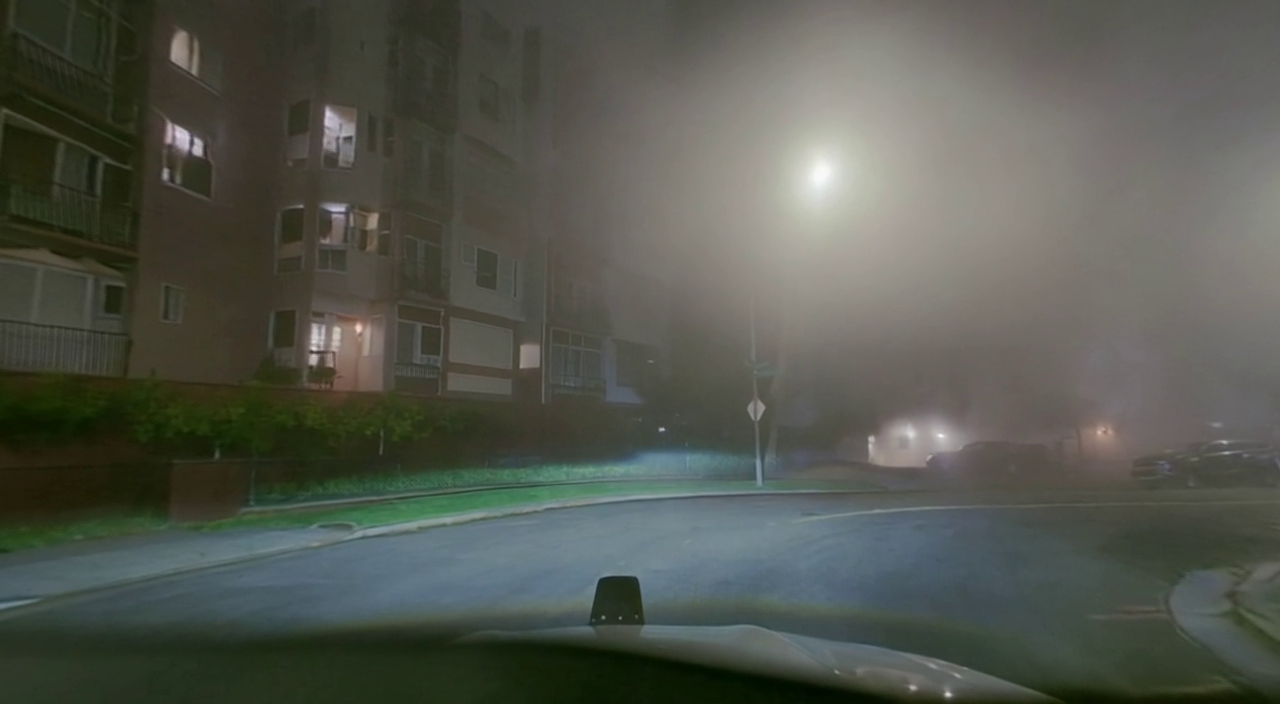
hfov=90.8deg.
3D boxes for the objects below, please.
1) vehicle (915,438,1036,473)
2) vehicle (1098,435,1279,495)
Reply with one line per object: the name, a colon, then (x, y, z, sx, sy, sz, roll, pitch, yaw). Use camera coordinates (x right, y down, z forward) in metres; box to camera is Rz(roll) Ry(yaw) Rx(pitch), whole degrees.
vehicle: (14.939, 4.574, 28.206, 4.714, 1.458, 1.812, 2, -9, -15)
vehicle: (17.365, 3.491, 19.732, 4.584, 1.744, 1.946, 0, -8, -3)
